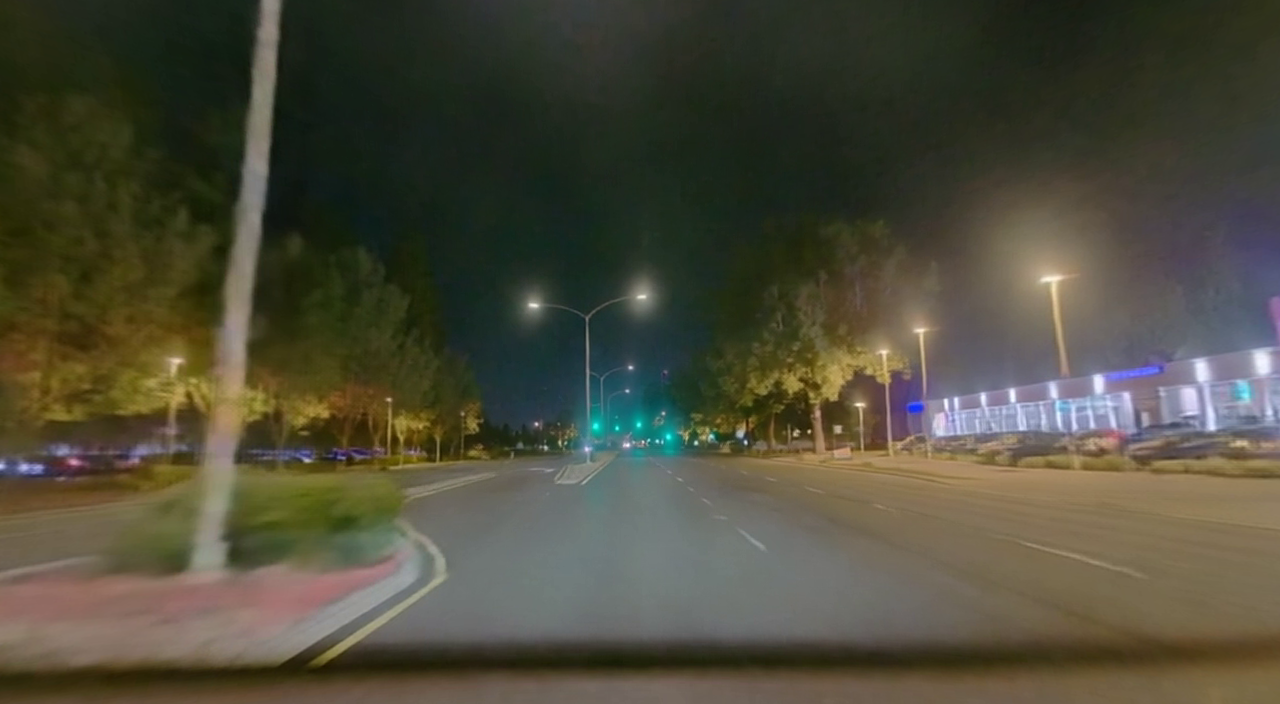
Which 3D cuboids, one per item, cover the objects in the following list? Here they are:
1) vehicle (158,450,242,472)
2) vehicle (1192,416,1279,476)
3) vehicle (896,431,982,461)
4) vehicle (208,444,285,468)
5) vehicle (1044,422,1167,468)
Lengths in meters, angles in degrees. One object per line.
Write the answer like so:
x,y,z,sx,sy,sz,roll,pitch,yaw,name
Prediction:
-30.337,7.525,43.613,4.401,1.460,1.825,0,-8,-1,vehicle
18.941,2.838,19.088,4.515,1.606,1.910,5,-10,-30,vehicle
17.584,5.502,37.115,4.638,1.648,1.887,4,-9,-24,vehicle
-30.236,8.018,48.619,4.528,1.695,1.945,-1,-9,-3,vehicle
18.284,3.652,24.798,4.493,1.632,1.985,4,-10,-28,vehicle
